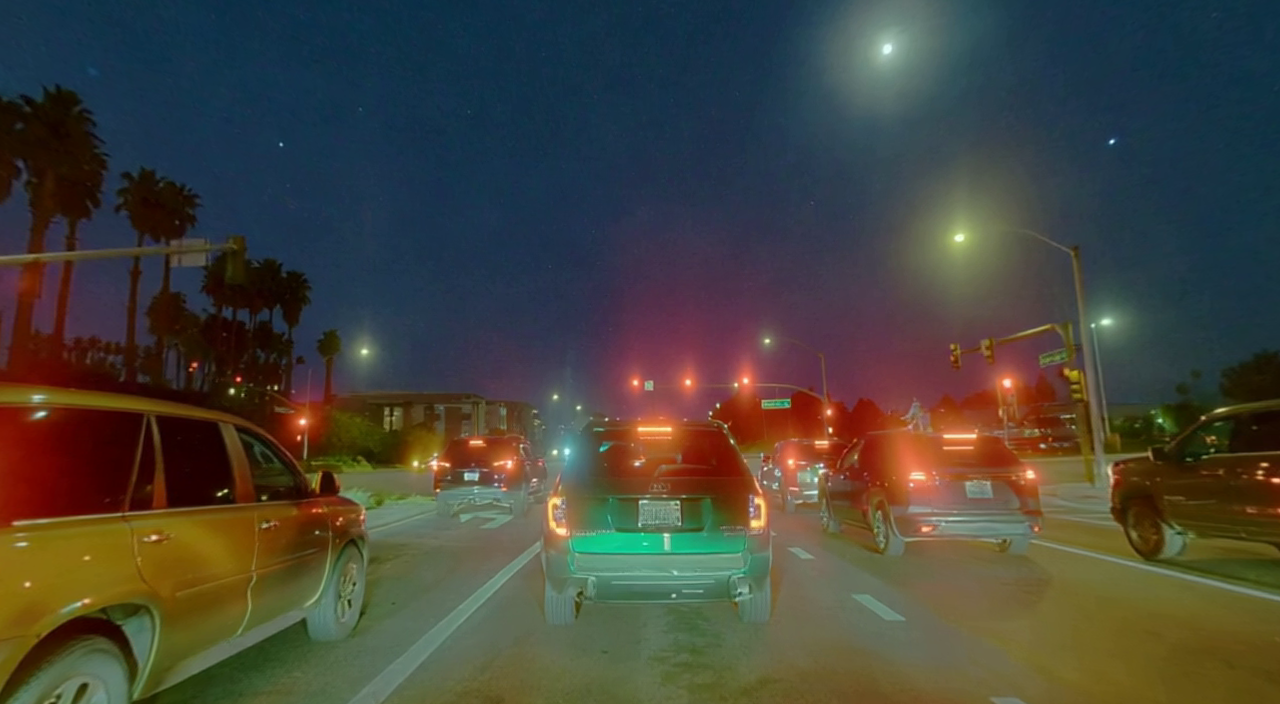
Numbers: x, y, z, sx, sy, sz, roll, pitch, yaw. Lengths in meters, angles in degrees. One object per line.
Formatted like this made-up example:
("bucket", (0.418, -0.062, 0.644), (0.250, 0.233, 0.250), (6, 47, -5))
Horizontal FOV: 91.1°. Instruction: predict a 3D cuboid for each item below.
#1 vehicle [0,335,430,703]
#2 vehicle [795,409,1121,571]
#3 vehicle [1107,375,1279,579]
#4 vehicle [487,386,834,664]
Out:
("vehicle", (-3.156, 1.085, 3.891), (2.171, 1.702, 4.416), (0, -9, 0))
("vehicle", (4.011, 1.848, 9.290), (2.072, 1.704, 5.170), (0, -9, -1))
("vehicle", (7.273, 1.082, 5.259), (2.337, 1.925, 5.728), (0, -9, 1))
("vehicle", (0.154, 1.371, 6.013), (2.123, 1.704, 4.128), (0, -9, 1))
